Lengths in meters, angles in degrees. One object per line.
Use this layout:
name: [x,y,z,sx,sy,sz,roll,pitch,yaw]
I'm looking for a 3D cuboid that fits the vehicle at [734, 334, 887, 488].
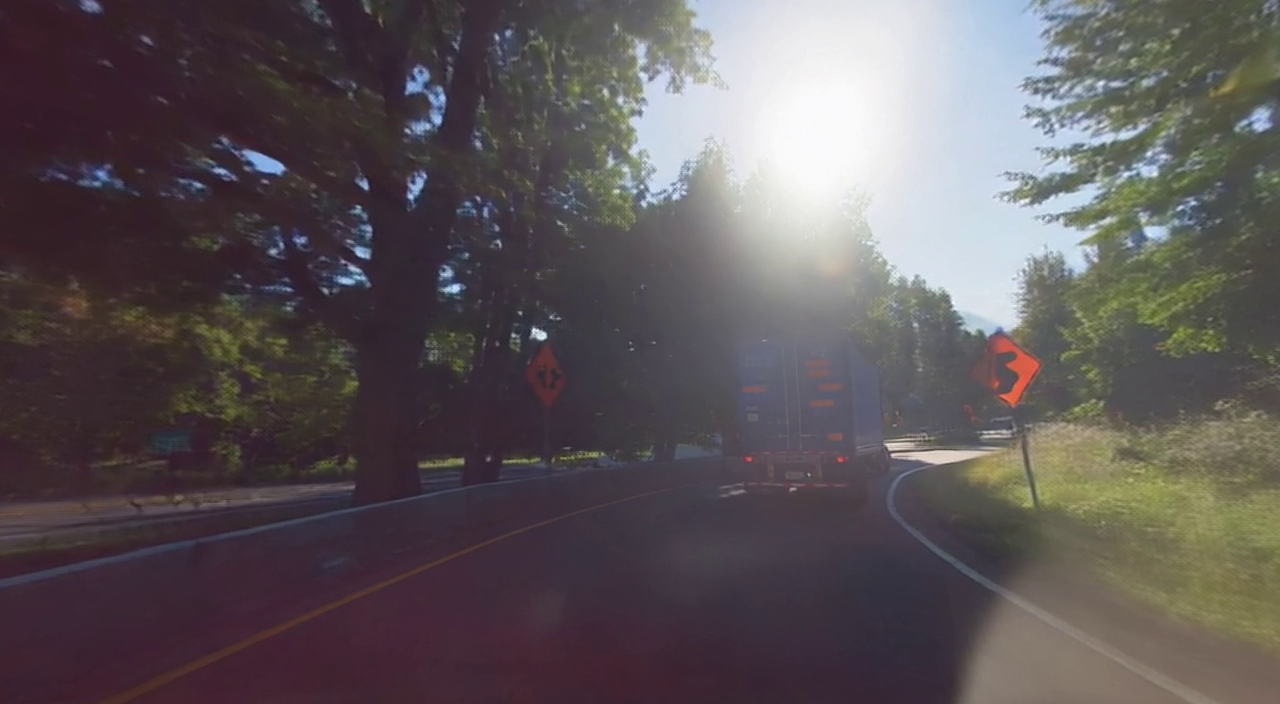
vehicle: [5.756,2.009,19.718,2.937,3.647,9.344,-4,-9,24]
